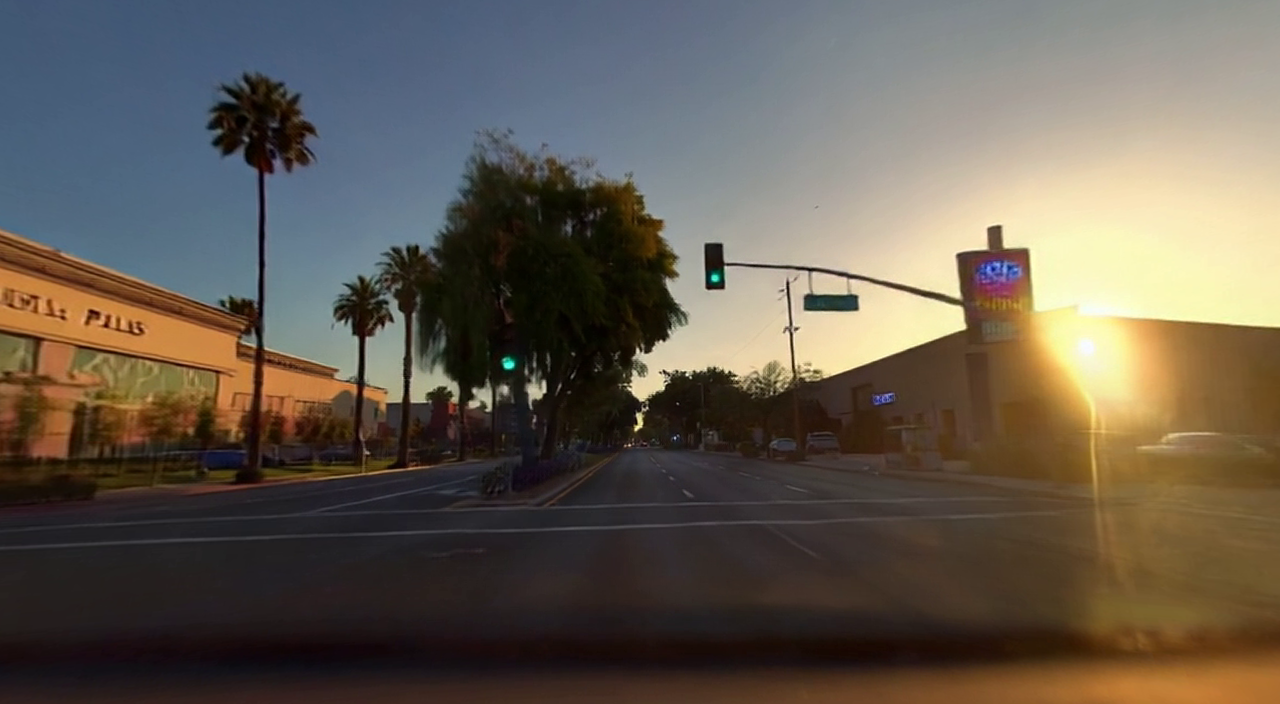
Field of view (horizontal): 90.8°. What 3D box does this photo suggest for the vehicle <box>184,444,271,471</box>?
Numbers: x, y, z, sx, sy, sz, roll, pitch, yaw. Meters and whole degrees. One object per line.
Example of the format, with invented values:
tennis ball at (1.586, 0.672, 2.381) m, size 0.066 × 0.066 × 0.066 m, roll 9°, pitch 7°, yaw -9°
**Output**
vehicle at (-32.011, 8.174, 49.079) m, size 5.196 × 1.936 × 2.247 m, roll -1°, pitch -9°, yaw 3°
